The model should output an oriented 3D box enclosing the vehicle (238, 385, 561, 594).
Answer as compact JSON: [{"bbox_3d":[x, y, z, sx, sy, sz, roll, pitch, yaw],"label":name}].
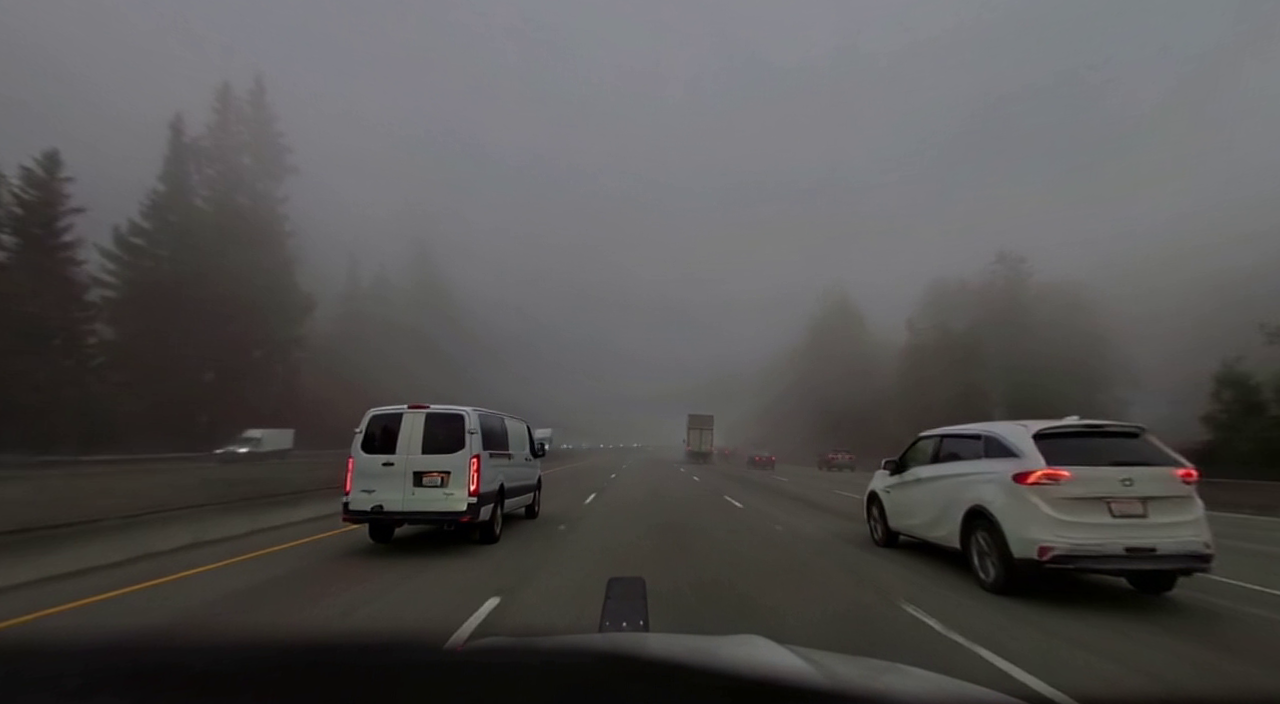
[{"bbox_3d":[-2.575,1.662,8.599,2.159,1.922,5.345,0,-8,2],"label":"vehicle"}]

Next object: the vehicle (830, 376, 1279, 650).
[{"bbox_3d":[3.905,1.437,6.736,2.209,1.862,4.717,0,-8,-1],"label":"vehicle"}]

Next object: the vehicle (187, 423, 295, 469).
[{"bbox_3d":[-24.873,5.889,39.676,2.288,2.634,5.966,-1,-8,7],"label":"vehicle"}]
